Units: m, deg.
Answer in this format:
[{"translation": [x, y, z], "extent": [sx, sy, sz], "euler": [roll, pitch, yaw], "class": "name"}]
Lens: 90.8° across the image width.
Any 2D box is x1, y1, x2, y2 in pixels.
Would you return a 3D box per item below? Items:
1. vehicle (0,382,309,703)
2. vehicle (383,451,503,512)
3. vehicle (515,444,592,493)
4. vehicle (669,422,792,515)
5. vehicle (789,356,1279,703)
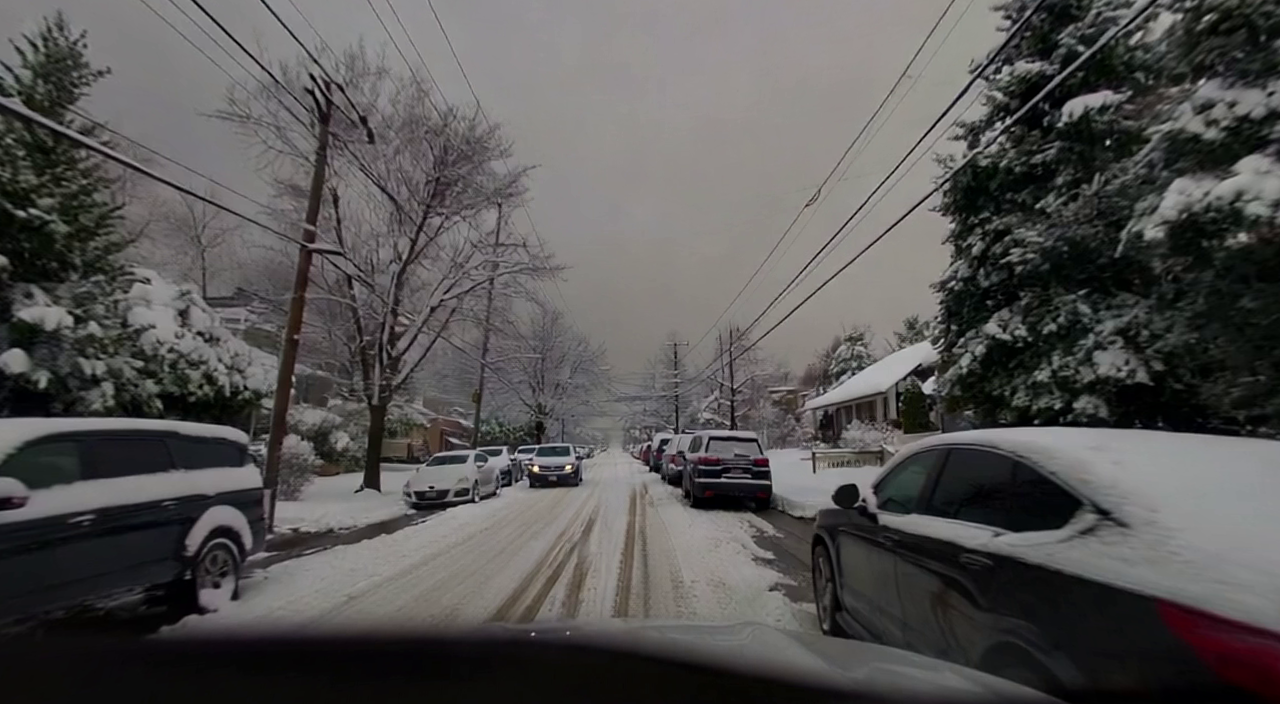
[{"translation": [-4.589, 1.259, 4.408], "extent": [2.110, 1.875, 4.603], "euler": [0, -8, -1], "class": "vehicle"}, {"translation": [-5.321, 3.528, 17.702], "extent": [1.932, 1.431, 4.198], "euler": [-1, -9, 1], "class": "vehicle"}, {"translation": [-2.911, 4.030, 22.334], "extent": [2.060, 1.525, 4.876], "euler": [0, -8, 0], "class": "vehicle"}, {"translation": [1.950, 2.704, 15.137], "extent": [2.032, 1.839, 4.597], "euler": [1, -9, -3], "class": "vehicle"}, {"translation": [2.296, 0.987, 2.695], "extent": [2.034, 1.530, 4.790], "euler": [0, -9, -1], "class": "vehicle"}]
